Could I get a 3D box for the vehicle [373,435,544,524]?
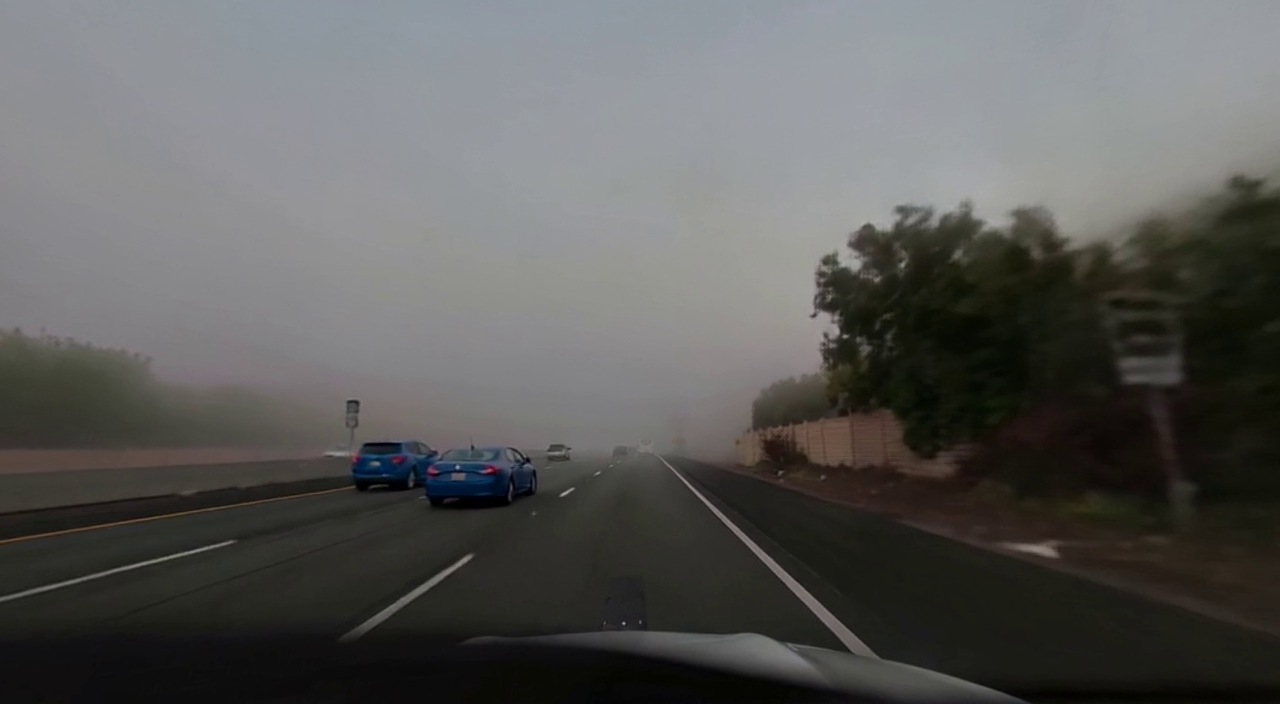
[{"bbox_3d":[-3.542,2.589,13.500,2.081,1.514,4.943,0,-8,1],"label":"vehicle"}]
